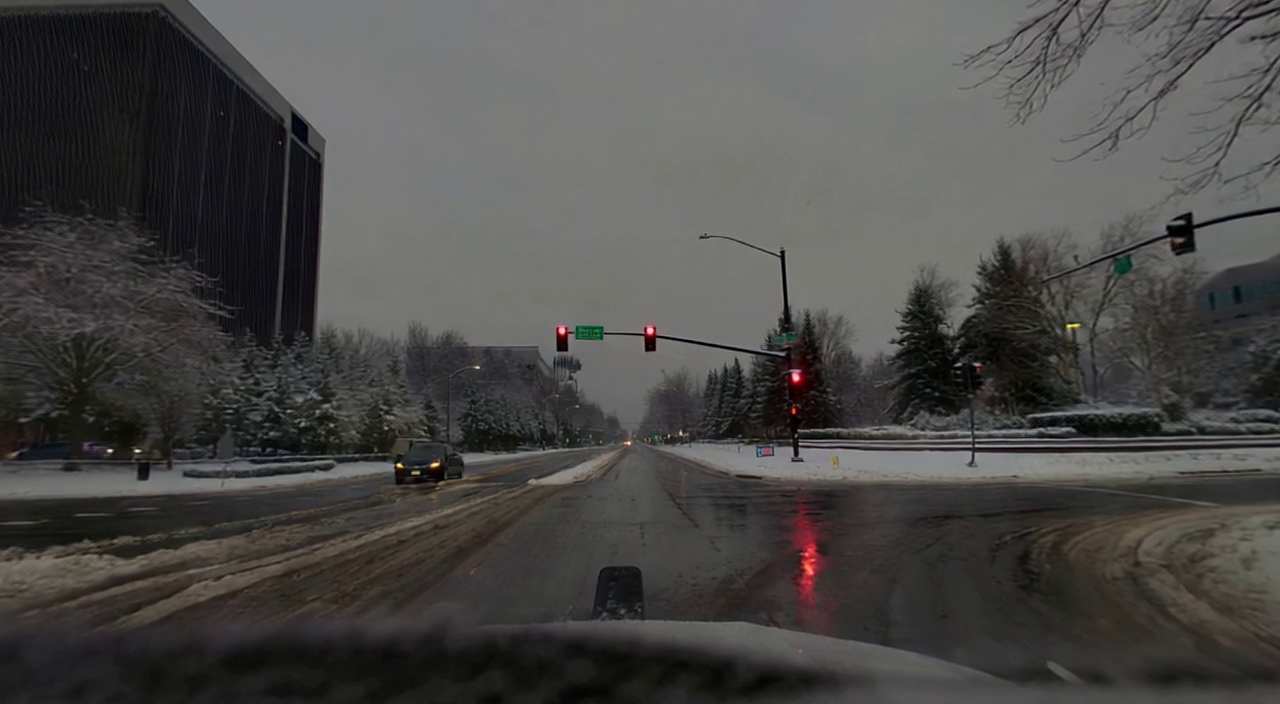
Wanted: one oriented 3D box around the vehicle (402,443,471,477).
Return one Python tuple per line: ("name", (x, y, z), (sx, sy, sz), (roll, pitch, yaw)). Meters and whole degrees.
("vehicle", (-11.580, 6.165, 36.234), (2.069, 1.771, 4.947), (0, -9, 3))
